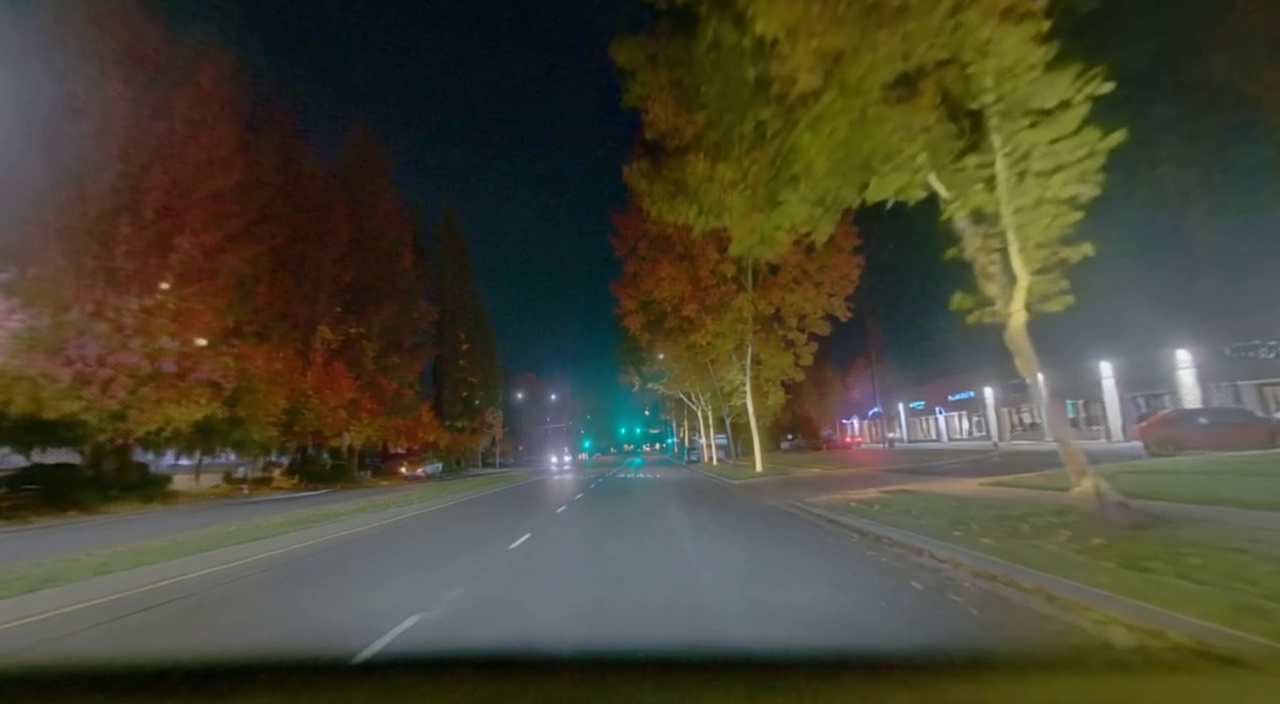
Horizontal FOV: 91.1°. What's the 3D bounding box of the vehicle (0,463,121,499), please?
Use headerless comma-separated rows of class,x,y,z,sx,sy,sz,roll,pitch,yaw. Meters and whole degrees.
vehicle,-28.380,6.236,30.503,4.552,1.576,2.005,0,-9,2

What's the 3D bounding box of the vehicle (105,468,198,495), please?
vehicle,-27.942,7.387,35.954,3.844,1.448,1.746,0,-9,1
